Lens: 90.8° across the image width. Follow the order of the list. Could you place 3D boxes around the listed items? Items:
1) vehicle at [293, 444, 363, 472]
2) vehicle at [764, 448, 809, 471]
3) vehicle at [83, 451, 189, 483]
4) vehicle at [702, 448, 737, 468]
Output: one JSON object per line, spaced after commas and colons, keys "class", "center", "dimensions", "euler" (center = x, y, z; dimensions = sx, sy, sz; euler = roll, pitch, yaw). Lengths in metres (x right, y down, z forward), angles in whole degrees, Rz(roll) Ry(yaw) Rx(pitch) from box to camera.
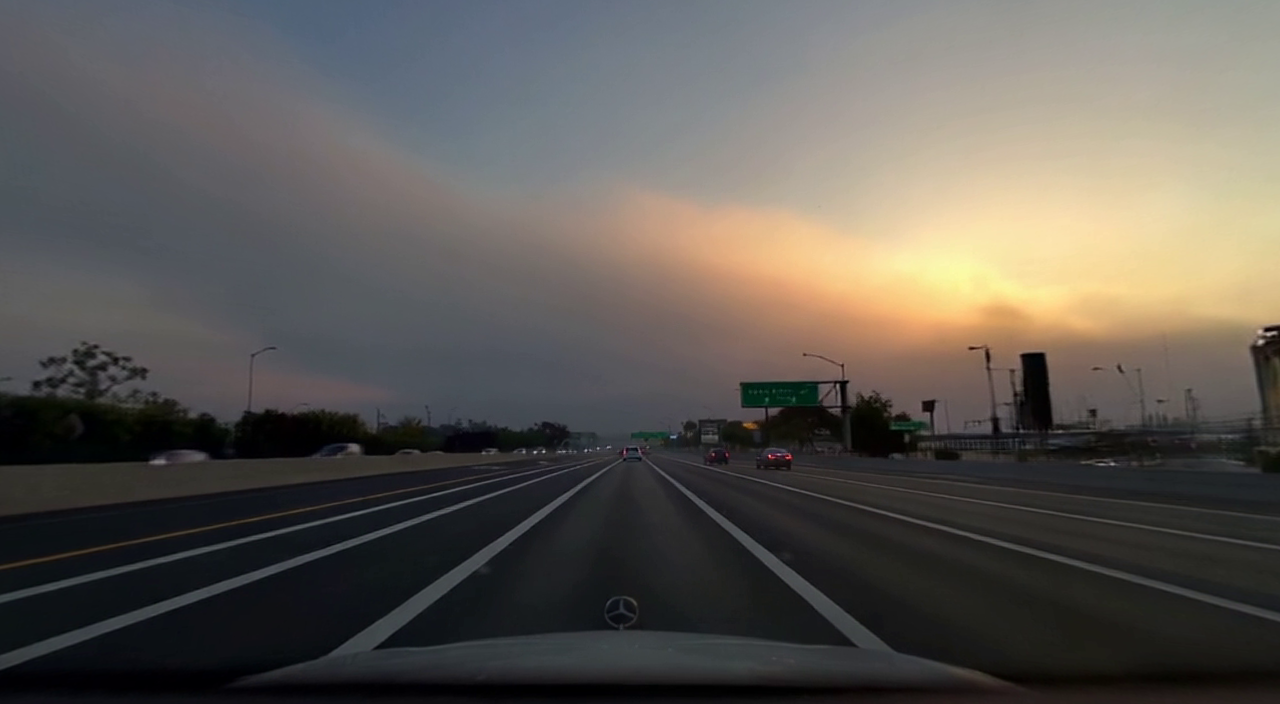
{"class": "vehicle", "center": [-19.332, 6.551, 39.364], "dimensions": [2.004, 1.635, 4.865], "euler": [0, -9, -2]}
{"class": "vehicle", "center": [10.085, 7.412, 43.907], "dimensions": [1.953, 1.473, 4.512], "euler": [0, -9, -2]}
{"class": "vehicle", "center": [-26.598, 6.065, 33.590], "dimensions": [1.926, 1.522, 4.600], "euler": [0, -9, -2]}
{"class": "vehicle", "center": [6.161, 8.269, 49.618], "dimensions": [1.976, 1.477, 4.448], "euler": [0, -9, -2]}
